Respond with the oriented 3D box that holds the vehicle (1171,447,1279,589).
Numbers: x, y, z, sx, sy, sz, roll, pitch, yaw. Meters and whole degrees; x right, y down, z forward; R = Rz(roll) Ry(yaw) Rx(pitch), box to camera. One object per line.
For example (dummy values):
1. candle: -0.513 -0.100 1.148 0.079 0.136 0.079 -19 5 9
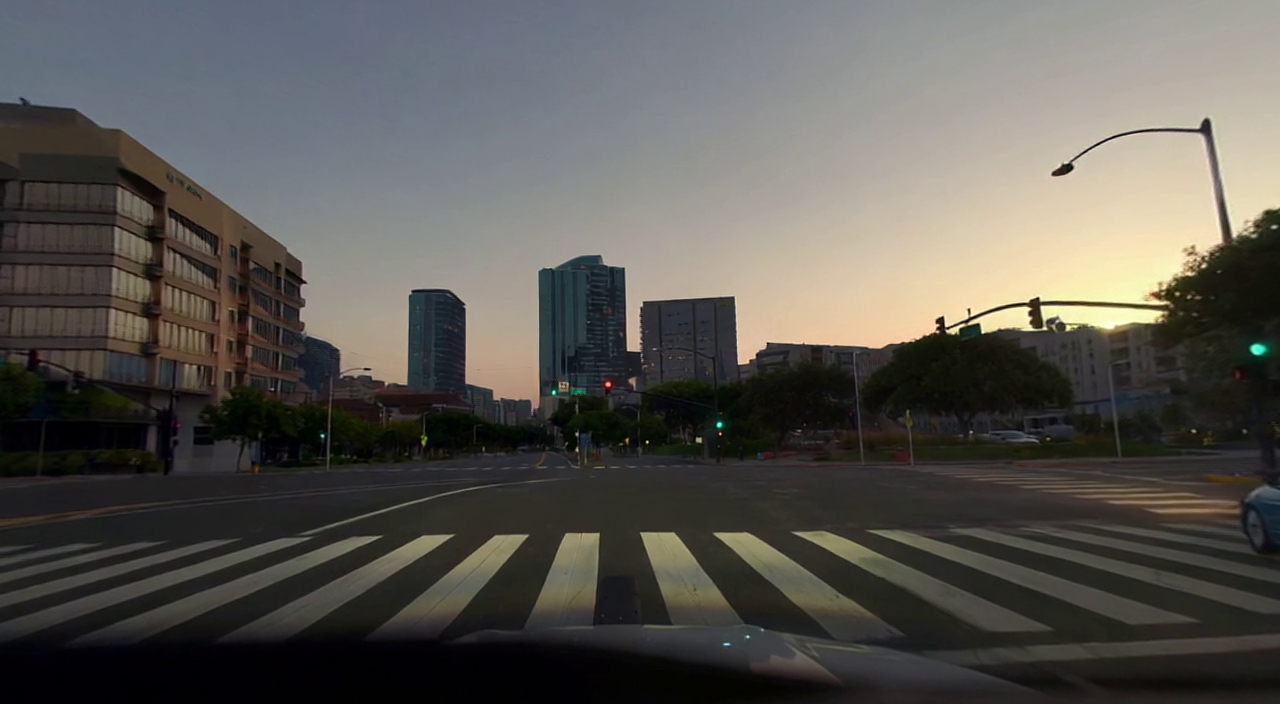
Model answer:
1. vehicle: 7.347 1.533 5.358 1.935 1.421 4.716 -1 -8 6
